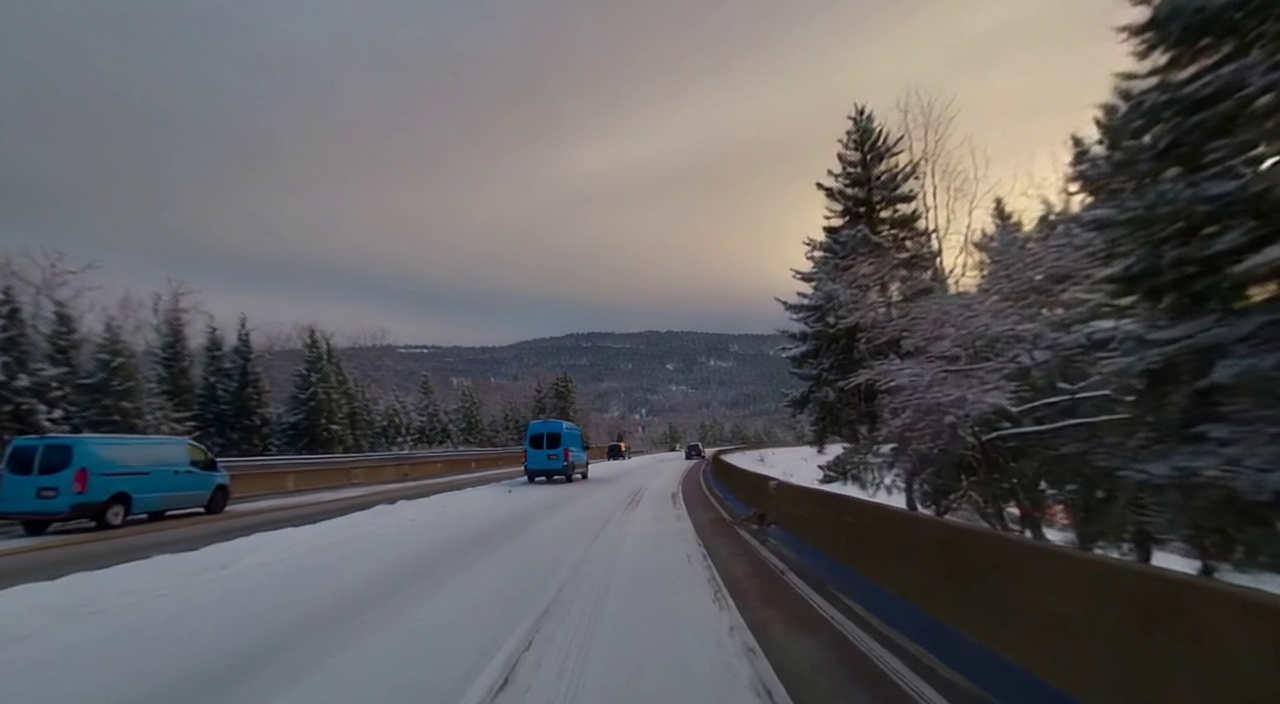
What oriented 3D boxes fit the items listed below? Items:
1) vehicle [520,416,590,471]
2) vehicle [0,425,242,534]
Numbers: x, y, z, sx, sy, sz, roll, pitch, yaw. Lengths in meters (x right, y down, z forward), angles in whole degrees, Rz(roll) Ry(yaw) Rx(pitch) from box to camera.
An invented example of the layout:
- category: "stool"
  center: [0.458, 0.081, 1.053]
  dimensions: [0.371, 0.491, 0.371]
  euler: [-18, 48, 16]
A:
- category: "vehicle"
  center: [-4.536, 5.077, 35.026]
  dimensions: [2.314, 2.703, 6.441]
  euler: [-1, -8, 6]
- category: "vehicle"
  center: [-9.412, 2.125, 11.158]
  dimensions: [1.821, 1.524, 4.342]
  euler: [0, -8, 1]
